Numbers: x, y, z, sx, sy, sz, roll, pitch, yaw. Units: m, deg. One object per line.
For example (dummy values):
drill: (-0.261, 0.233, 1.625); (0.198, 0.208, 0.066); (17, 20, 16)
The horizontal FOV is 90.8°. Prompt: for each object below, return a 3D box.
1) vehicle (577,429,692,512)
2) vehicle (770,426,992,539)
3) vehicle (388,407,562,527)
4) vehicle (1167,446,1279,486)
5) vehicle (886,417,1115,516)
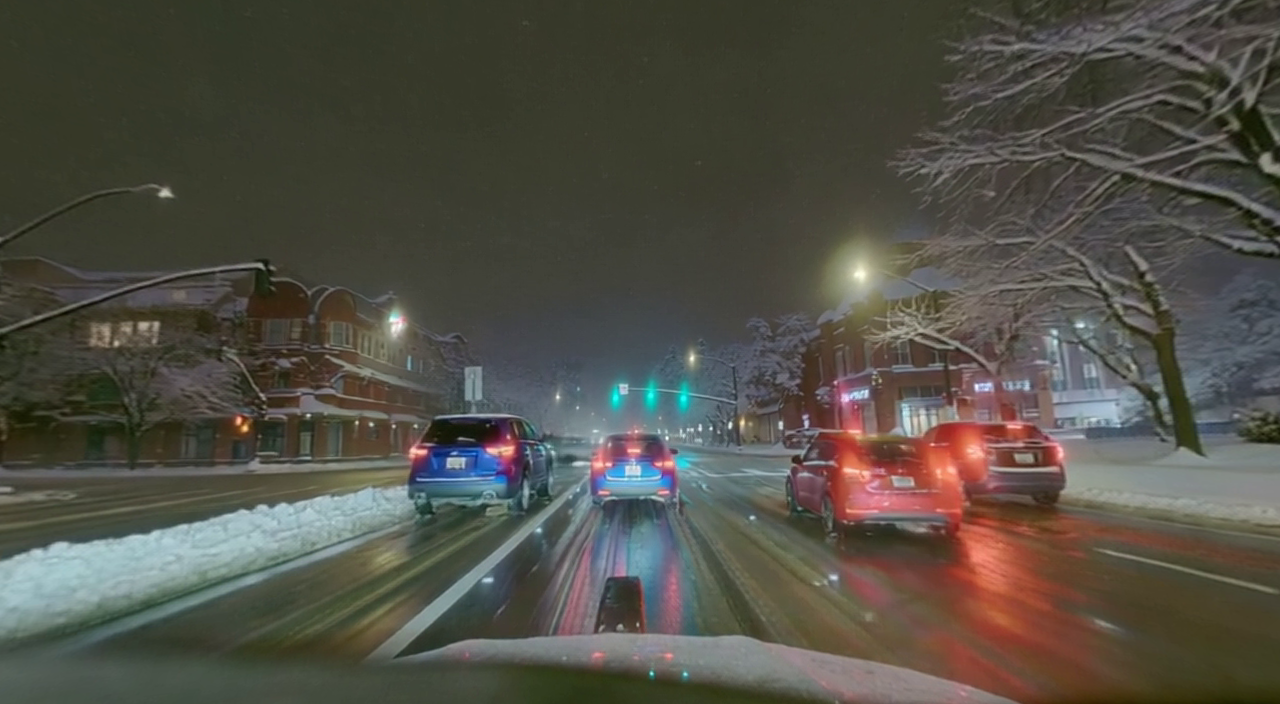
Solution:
vehicle: (-0.130, 2.462, 13.563); (2.097, 1.480, 4.006); (0, -8, -1)
vehicle: (3.632, 2.040, 10.553); (1.861, 1.473, 4.393); (0, -8, -2)
vehicle: (-2.836, 2.128, 12.171); (2.064, 1.825, 4.760); (0, -8, 0)
vehicle: (23.179, 4.313, 24.091); (4.368, 1.448, 1.876); (0, -8, 2)
vehicle: (7.278, 2.365, 13.531); (2.068, 1.731, 4.752); (0, -8, 0)
